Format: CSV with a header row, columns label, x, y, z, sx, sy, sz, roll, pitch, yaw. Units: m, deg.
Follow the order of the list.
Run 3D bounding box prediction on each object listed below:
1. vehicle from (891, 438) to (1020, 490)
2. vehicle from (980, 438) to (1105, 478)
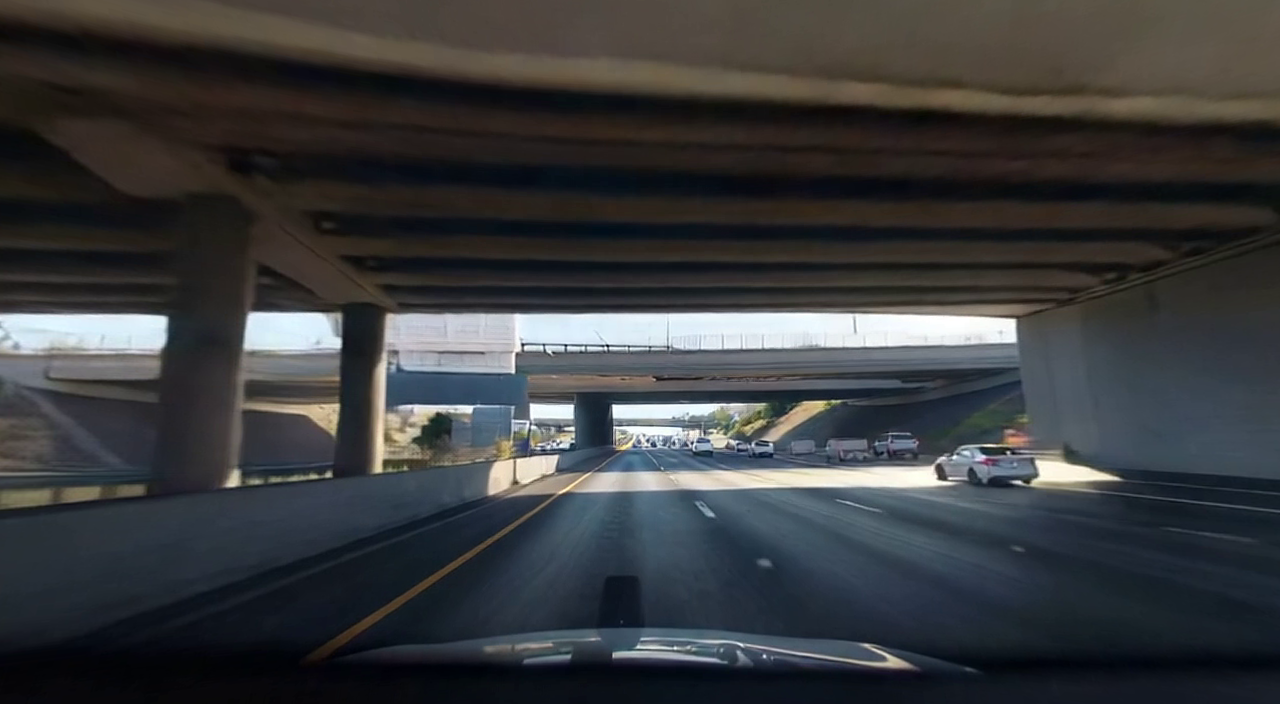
label,x,y,z,sx,sy,sz,roll,pitch,yaw
vehicle,9.551,3.407,19.570,1.836,1.418,4.132,0,-9,0
vehicle,16.411,4.337,26.134,1.936,1.498,4.883,0,-9,-1
